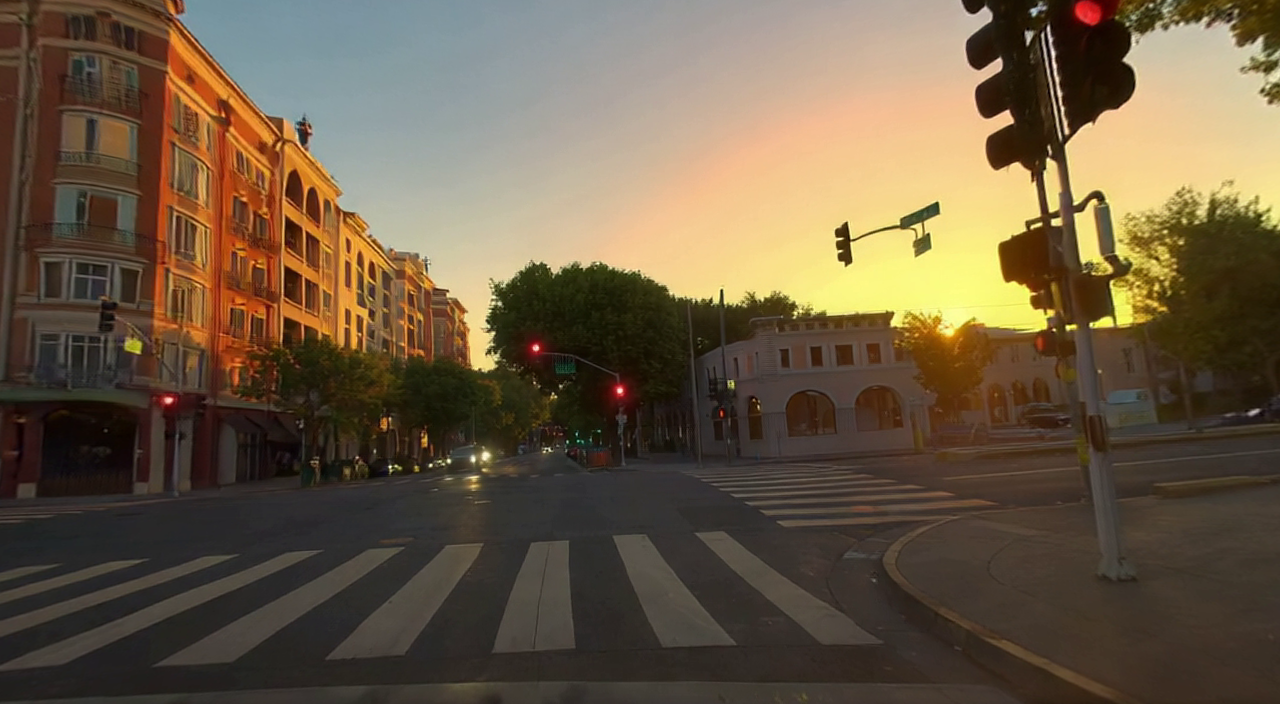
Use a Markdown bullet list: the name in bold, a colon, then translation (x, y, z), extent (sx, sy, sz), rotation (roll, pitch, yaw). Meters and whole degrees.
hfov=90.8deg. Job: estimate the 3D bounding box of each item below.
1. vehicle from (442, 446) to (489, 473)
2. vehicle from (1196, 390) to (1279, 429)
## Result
- **vehicle**: translation (-10.447, 6.468, 38.162), extent (2.196, 1.503, 4.371), rotation (1, -9, -8)
- **vehicle**: translation (28.460, 2.695, 28.982), extent (4.626, 1.636, 2.004), rotation (2, -9, -14)
